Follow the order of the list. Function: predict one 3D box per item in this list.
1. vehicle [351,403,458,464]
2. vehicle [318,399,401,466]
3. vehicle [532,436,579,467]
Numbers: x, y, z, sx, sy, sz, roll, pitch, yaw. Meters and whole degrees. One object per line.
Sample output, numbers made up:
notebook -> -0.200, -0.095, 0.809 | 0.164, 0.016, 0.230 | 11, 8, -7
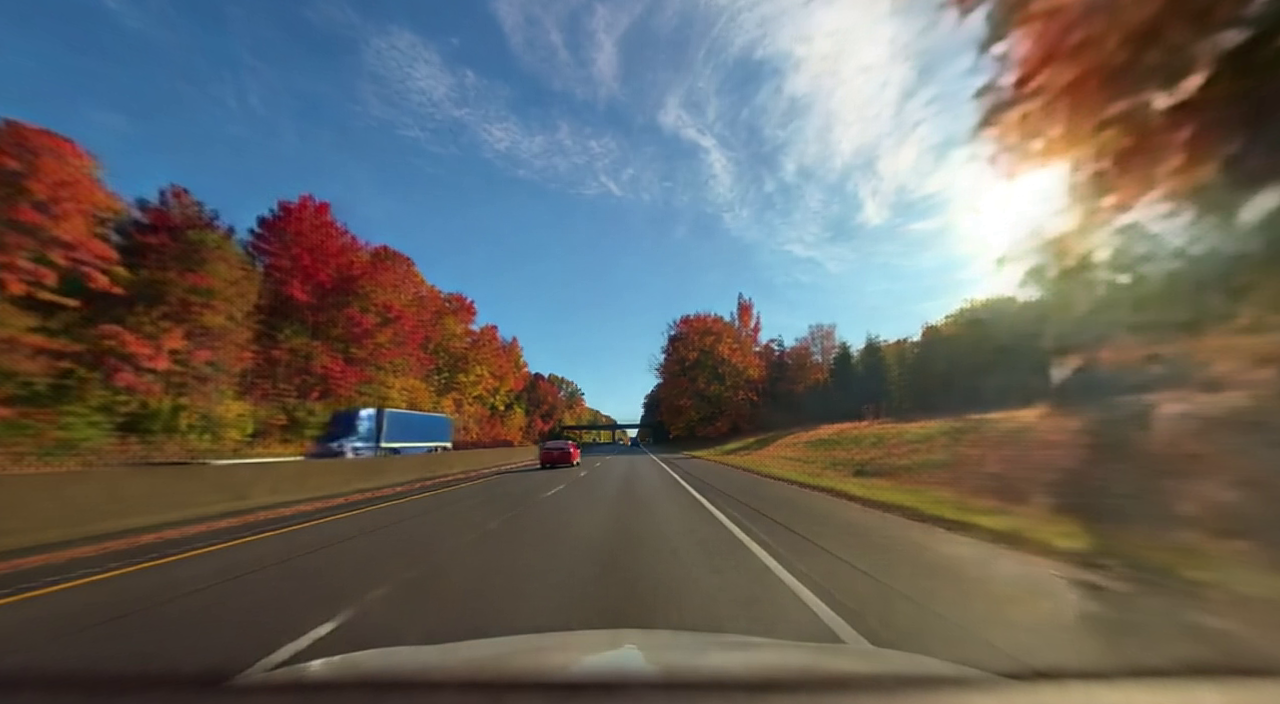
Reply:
vehicle -> -17.306, 6.289, 47.909 | 2.878, 3.898, 13.768 | 0, -8, 0
vehicle -> -17.178, 4.986, 38.891 | 2.983, 3.859, 4.101 | 0, -8, 1
vehicle -> -4.498, 5.362, 34.165 | 2.002, 1.553, 4.247 | 0, -8, 0
